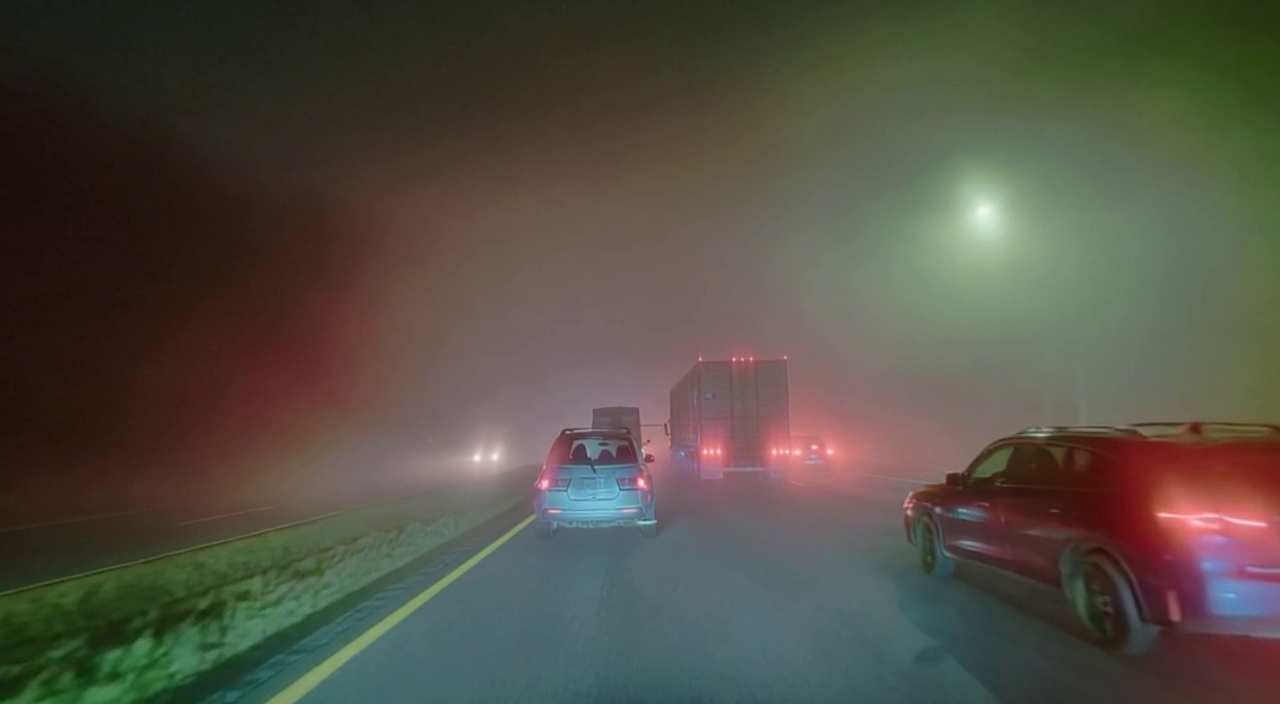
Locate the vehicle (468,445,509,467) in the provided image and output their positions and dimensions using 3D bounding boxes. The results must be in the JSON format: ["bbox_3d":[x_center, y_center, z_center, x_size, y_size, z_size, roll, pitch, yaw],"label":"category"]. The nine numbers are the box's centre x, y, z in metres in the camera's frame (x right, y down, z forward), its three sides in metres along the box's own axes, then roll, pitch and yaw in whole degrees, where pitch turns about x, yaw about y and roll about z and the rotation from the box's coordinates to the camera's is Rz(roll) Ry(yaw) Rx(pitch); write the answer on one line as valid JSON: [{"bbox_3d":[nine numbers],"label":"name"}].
[{"bbox_3d":[-11.589,7.942,48.352,2.029,1.617,4.260,0,-8,2],"label":"vehicle"}]

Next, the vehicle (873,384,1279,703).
[{"bbox_3d":[3.595,1.187,4.603,1.960,1.515,4.713,0,-8,0],"label":"vehicle"}]

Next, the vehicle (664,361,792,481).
[{"bbox_3d":[3.469,3.630,30.956,3.591,4.290,16.696,0,-8,-1],"label":"vehicle"}]

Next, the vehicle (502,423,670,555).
[{"bbox_3d":[-0.695,1.936,9.611,2.009,1.554,4.013,0,-8,-1],"label":"vehicle"}]
